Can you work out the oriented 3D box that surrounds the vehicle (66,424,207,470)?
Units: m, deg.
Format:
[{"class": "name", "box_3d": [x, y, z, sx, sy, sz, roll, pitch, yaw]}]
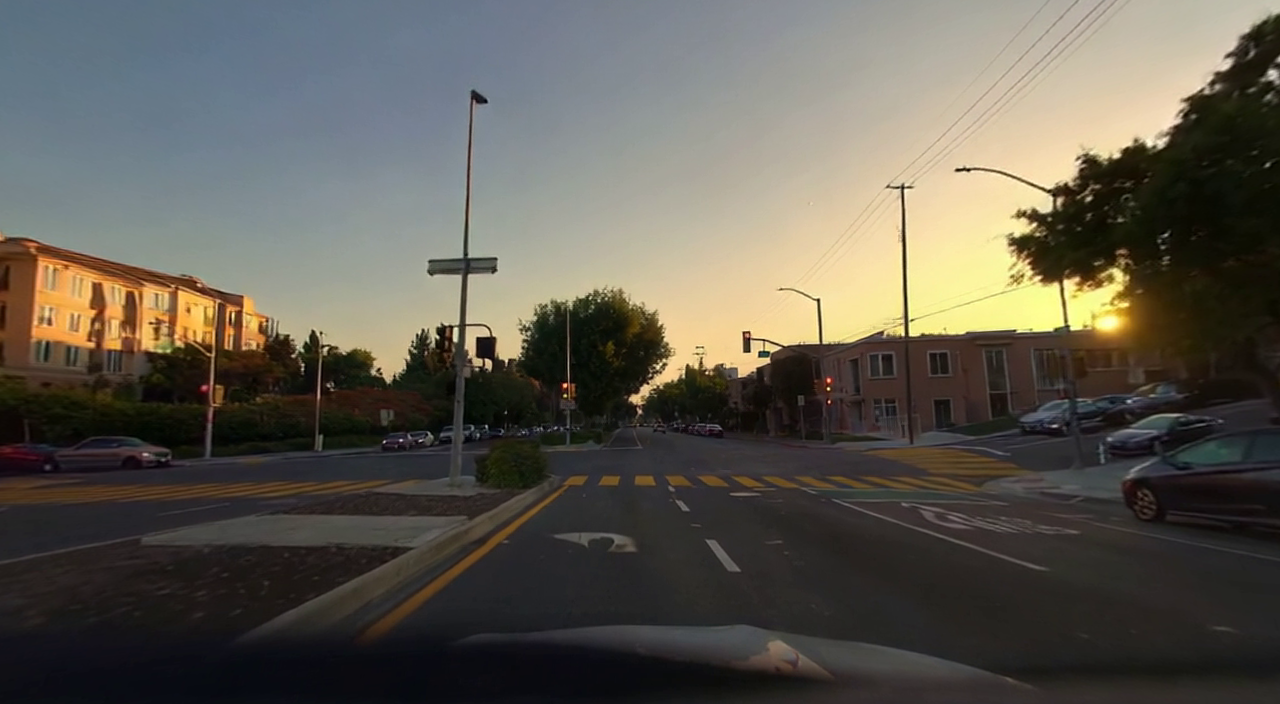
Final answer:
[{"class": "vehicle", "box_3d": [-26.045, 4.914, 32.825, 5.229, 2.299, 2.366, 0, -8, 1]}]

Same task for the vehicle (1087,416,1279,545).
[{"class": "vehicle", "box_3d": [9.565, 1.892, 9.673, 1.998, 1.725, 4.564, 0, -8, -1]}]

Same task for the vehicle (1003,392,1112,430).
[{"class": "vehicle", "box_3d": [22.122, 3.111, 33.587, 4.531, 1.753, 1.964, -2, -2, -5]}]

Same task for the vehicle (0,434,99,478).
[{"class": "vehicle", "box_3d": [-31.926, 5.463, 32.986, 5.324, 2.098, 2.172, -2, -9, 0]}]
